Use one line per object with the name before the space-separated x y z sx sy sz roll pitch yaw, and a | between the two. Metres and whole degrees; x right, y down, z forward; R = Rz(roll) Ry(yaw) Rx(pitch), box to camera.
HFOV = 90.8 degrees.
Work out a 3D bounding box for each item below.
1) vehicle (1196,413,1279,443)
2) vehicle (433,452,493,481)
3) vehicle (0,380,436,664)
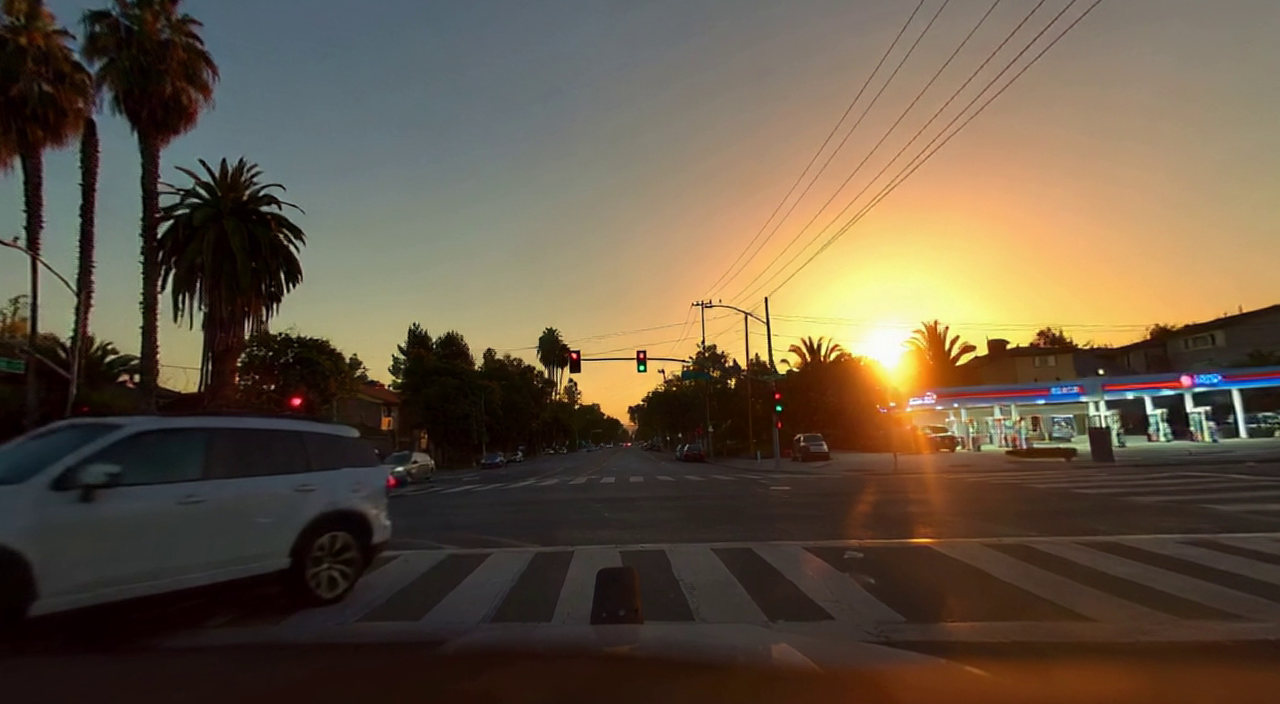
vehicle | 38.299 4.798 39.970 4.488 1.447 1.765 -5 -8 -1
vehicle | -9.812 6.353 35.412 2.085 1.451 4.311 0 -9 0
vehicle | -4.476 1.330 5.635 1.952 1.817 5.086 -5 -10 27
